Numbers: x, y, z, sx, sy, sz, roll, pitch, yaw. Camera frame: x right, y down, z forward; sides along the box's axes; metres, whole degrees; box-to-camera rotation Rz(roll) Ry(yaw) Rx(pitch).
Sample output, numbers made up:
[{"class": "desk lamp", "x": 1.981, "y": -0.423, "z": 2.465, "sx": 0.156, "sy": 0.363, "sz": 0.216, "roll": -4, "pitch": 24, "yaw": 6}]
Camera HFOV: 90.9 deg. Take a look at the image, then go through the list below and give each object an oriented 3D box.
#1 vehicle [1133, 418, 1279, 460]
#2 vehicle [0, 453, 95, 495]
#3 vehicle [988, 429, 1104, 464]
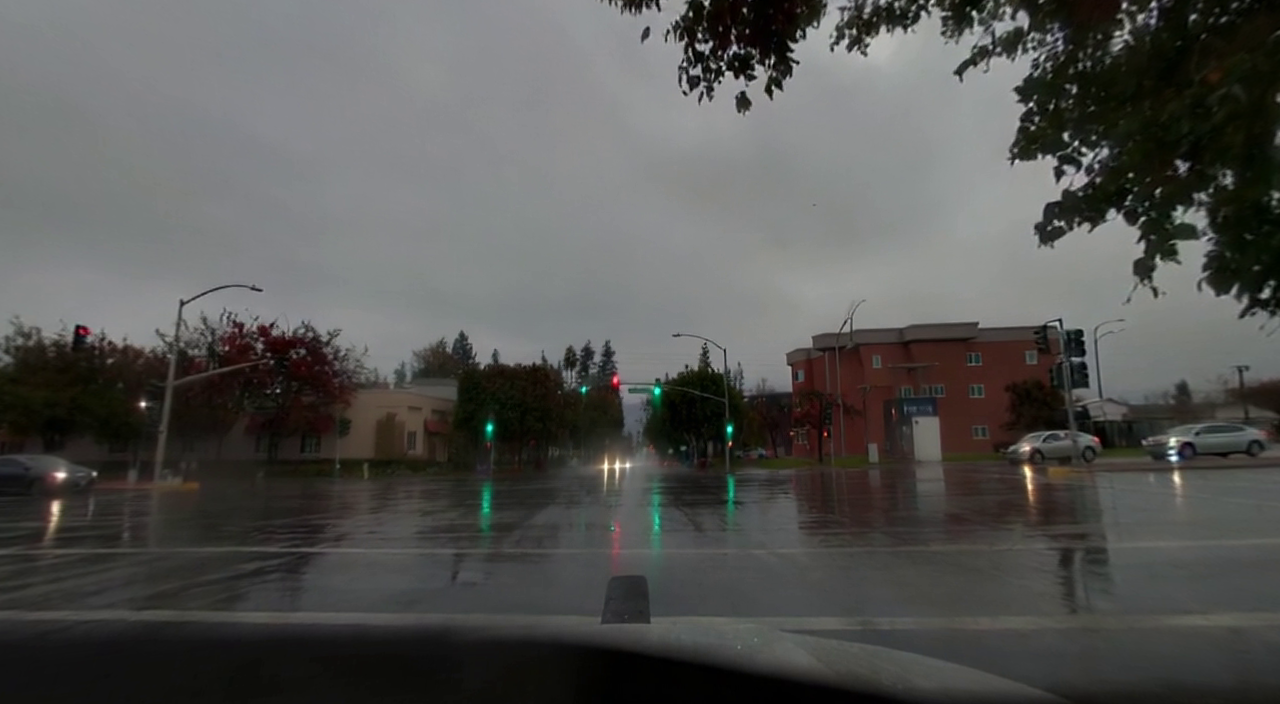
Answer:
[{"class": "vehicle", "x": 22.895, "y": 3.518, "z": 25.421, "sx": 4.288, "sy": 1.600, "sz": 1.927, "roll": 0, "pitch": -8, "yaw": 1}, {"class": "vehicle", "x": -25.231, "y": 4.928, "z": 25.668, "sx": 4.332, "sy": 1.573, "sz": 1.900, "roll": 0, "pitch": -8, "yaw": 3}, {"class": "vehicle", "x": 20.441, "y": 4.765, "z": 31.866, "sx": 4.483, "sy": 1.691, "sz": 1.949, "roll": 0, "pitch": -8, "yaw": 1}]
